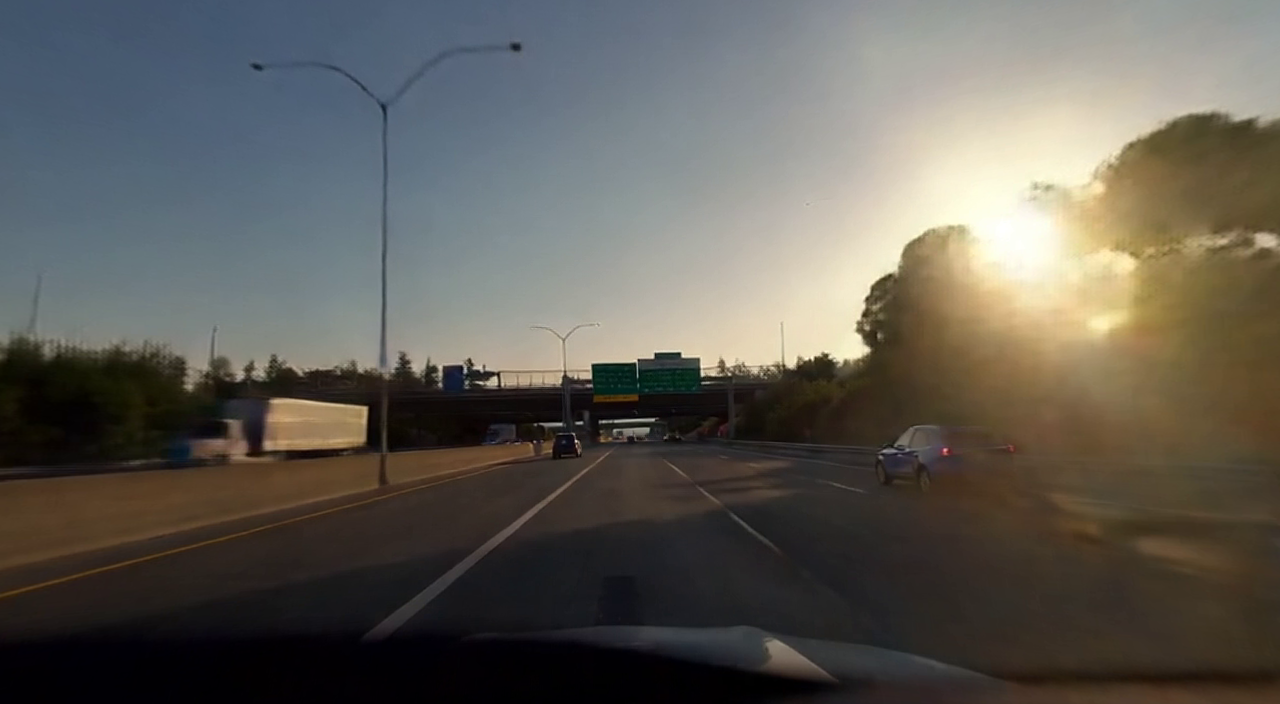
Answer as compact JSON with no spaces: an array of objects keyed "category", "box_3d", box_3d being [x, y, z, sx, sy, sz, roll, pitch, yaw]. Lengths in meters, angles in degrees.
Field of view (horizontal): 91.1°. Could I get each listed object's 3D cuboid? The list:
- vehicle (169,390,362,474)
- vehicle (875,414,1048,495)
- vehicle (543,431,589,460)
[{"category":"vehicle","box_3d":[-21.522,4.840,37.946,3.227,4.116,13.948,0,-8,-1]},{"category":"vehicle","box_3d":[7.363,2.372,14.925,1.956,1.634,3.935,0,-8,-1]},{"category":"vehicle","box_3d":[-3.948,5.030,34.125,2.032,1.465,4.316,0,-8,-1]}]
